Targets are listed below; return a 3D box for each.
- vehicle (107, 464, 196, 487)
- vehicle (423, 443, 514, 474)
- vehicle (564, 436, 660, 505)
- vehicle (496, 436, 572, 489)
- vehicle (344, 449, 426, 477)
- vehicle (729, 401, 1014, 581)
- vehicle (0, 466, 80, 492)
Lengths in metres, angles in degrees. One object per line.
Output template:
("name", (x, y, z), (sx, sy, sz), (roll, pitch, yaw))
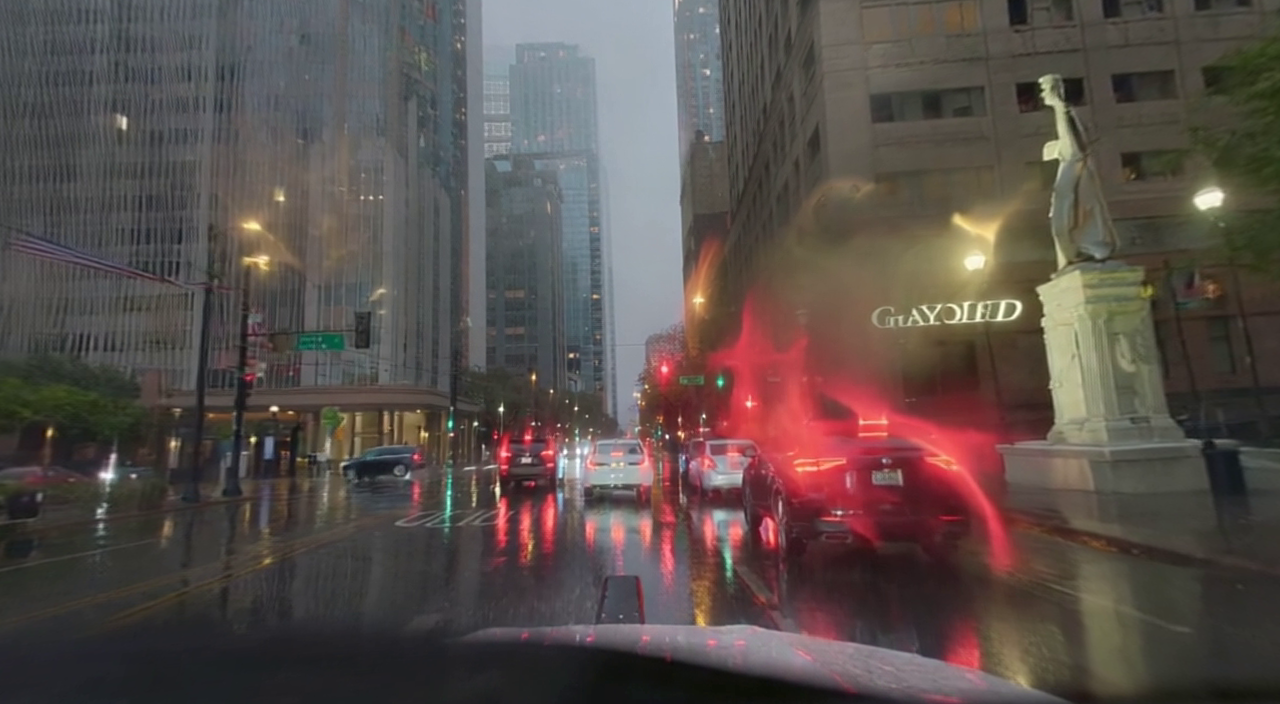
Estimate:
("vehicle", (-32.359, 8.172, 41.925), (4.392, 1.427, 1.764), (0, -9, -1))
("vehicle", (-10.238, 6.325, 37.746), (4.855, 1.769, 2.071), (4, -9, -26))
("vehicle", (-0.642, 2.918, 16.000), (2.096, 1.492, 4.071), (0, -8, -1))
("vehicle", (-3.611, 3.847, 22.408), (2.045, 1.633, 4.864), (0, -8, -2))
("vehicle", (-16.935, 7.372, 42.187), (1.953, 1.752, 4.612), (-7, -11, 39))
("vehicle", (2.611, 1.703, 8.541), (2.096, 1.775, 4.440), (0, -8, -1))
("vehicle", (-40.214, 8.427, 41.961), (4.224, 1.622, 1.808), (0, -9, -1))
